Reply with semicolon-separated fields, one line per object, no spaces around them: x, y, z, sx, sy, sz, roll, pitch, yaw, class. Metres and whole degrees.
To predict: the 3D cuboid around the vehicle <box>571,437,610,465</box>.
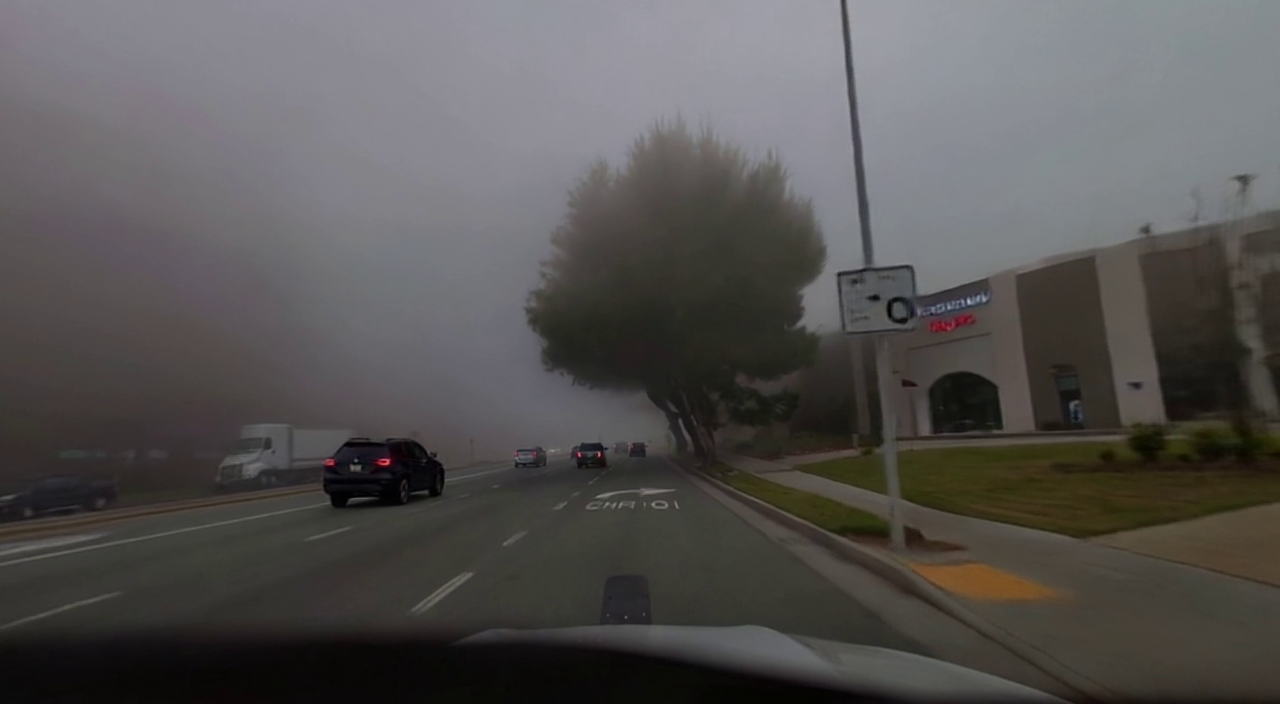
-3.082;6.331;40.286;2.100;1.661;3.837;0;-9;1;vehicle

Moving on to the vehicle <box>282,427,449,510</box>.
-6.853;2.956;16.517;2.137;1.835;4.844;0;-9;1;vehicle

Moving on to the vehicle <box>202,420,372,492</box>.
-21.815;6.548;40.789;3.033;3.777;14.652;0;-8;-2;vehicle

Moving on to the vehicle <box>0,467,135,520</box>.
-22.094;5.361;24.055;1.900;1.467;4.655;-6;-8;-1;vehicle

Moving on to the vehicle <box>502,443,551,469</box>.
-6.805;6.289;38.329;2.072;1.427;4.328;0;-9;1;vehicle
